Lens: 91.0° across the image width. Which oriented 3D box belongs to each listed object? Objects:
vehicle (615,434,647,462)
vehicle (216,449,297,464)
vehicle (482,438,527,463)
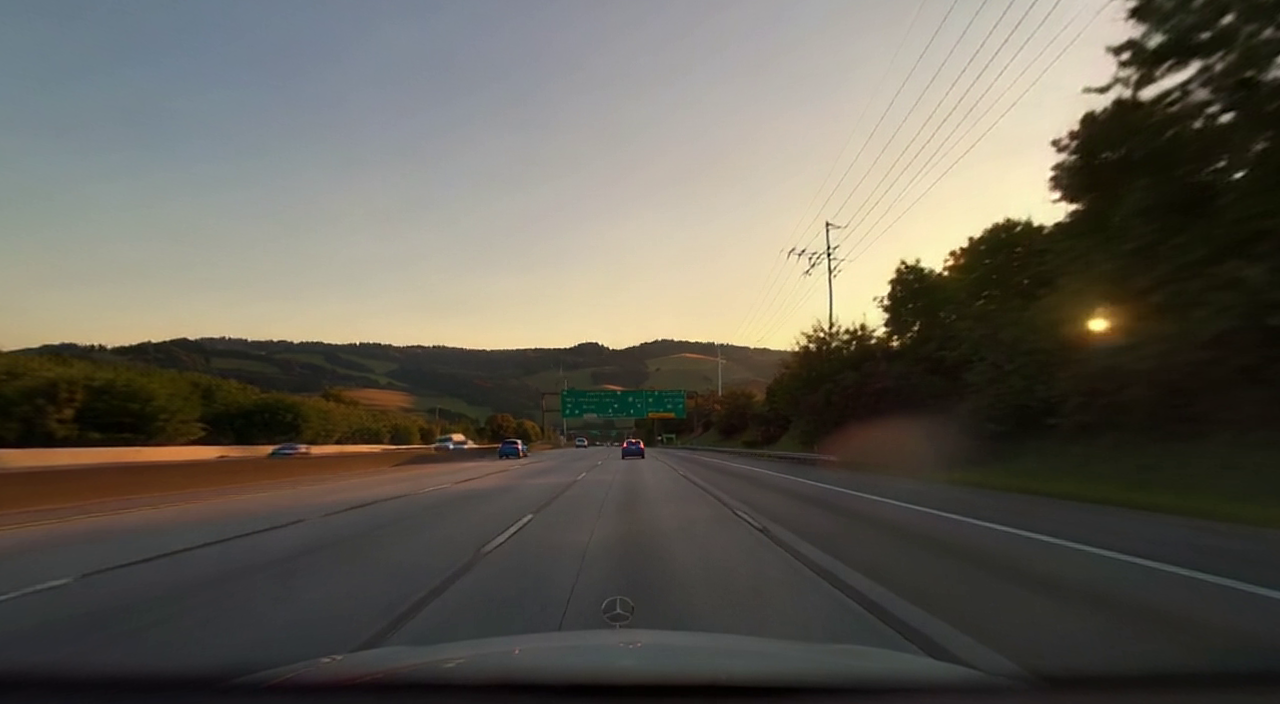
[{"bbox_3d":[-0.599,6.284,41.308,2.040,1.715,3.906,0,-8,-1],"label":"vehicle"},{"bbox_3d":[-23.084,6.315,38.083,2.163,0.794,4.642,0,-8,-2],"label":"vehicle"},{"bbox_3d":[-8.745,6.379,40.886,2.047,1.486,4.306,0,-8,-1],"label":"vehicle"}]
